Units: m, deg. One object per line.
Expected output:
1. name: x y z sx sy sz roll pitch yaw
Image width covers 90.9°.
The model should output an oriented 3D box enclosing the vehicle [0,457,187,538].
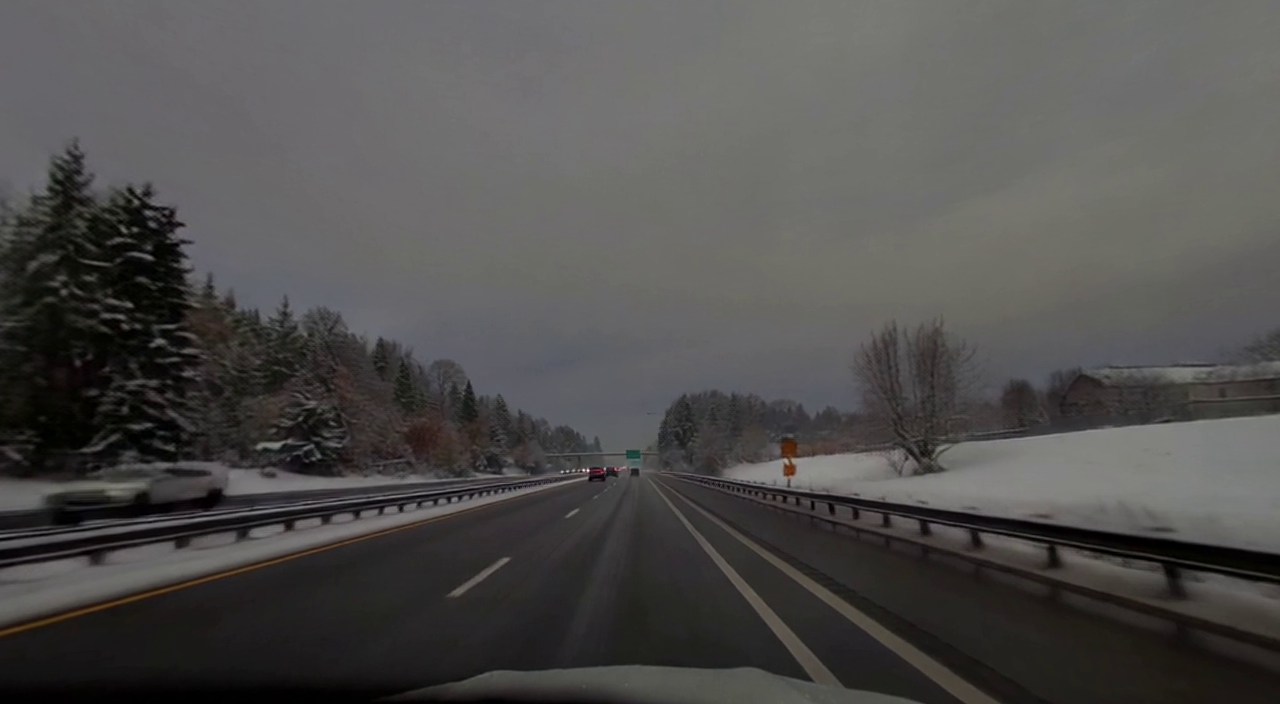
1. vehicle: -13.043 3.216 14.406 1.983 1.520 4.466 1 -10 0
